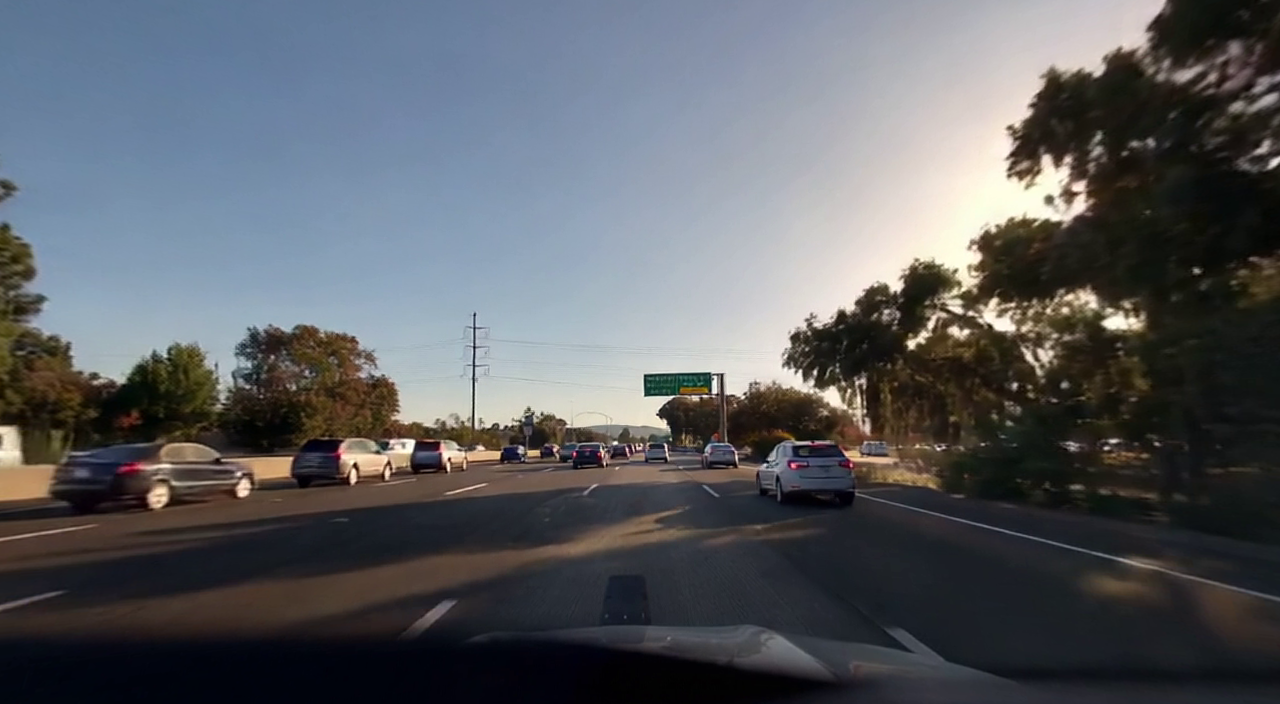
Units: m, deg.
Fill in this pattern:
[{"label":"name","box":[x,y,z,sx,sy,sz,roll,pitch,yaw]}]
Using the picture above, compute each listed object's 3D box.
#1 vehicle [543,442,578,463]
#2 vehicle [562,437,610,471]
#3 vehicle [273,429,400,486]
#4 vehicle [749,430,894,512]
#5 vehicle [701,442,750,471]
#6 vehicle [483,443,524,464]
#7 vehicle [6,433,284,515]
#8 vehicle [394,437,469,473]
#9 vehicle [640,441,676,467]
[{"label":"vehicle","box":[-6.166,7.831,49.289,2.049,1.544,4.866,0,-8,0]},{"label":"vehicle","box":[-2.915,5.636,35.094,2.133,1.775,4.530,0,-8,2]},{"label":"vehicle","box":[-10.598,3.714,22.511,2.083,1.776,4.721,0,-8,1]},{"label":"vehicle","box":[3.958,2.670,14.653,2.036,1.580,4.360,0,-8,0]},{"label":"vehicle","box":[4.571,5.671,34.544,2.022,1.472,4.678,0,-8,0]},{"label":"vehicle","box":[-10.101,7.543,47.051,1.926,1.479,4.688,0,-8,2]},{"label":"vehicle","box":[-10.554,2.618,14.148,2.181,1.512,4.889,0,-8,2]},{"label":"vehicle","box":[-10.508,5.235,32.247,2.137,1.690,4.630,0,-8,1]},{"label":"vehicle","box":[1.110,6.555,40.822,2.220,1.575,4.332,0,-8,1]}]
